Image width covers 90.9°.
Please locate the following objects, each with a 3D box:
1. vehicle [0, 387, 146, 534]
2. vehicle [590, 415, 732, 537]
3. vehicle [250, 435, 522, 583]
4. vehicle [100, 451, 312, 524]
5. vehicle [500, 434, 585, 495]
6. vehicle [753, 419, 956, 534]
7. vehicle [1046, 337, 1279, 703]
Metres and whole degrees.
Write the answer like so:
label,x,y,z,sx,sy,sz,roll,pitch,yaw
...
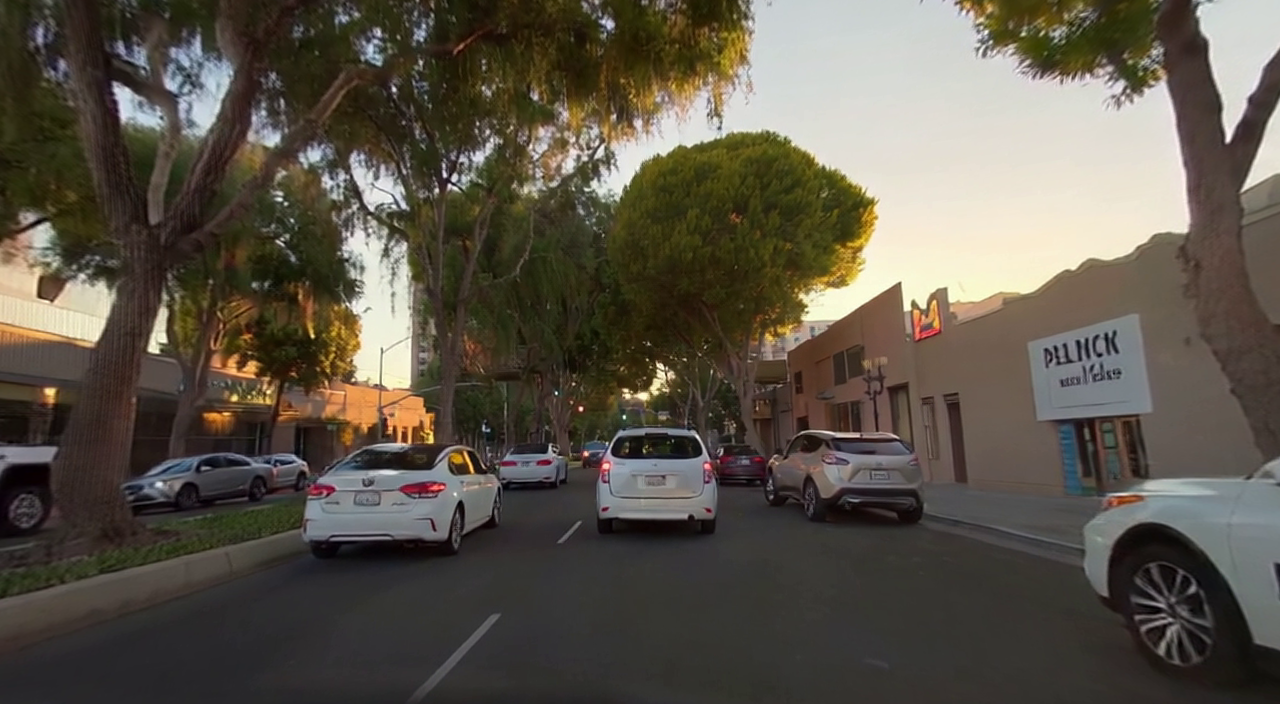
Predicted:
label,x,y,z,sx,sy,sz,roll,pitch,yaw
vehicle,-14.444,2.112,11.901,2.646,2.977,9.228,-1,-7,1
vehicle,0.297,2.114,11.292,2.075,1.770,4.018,0,-8,0
vehicle,-2.988,1.914,8.583,1.908,1.474,4.257,0,-8,0
vehicle,-10.671,3.321,16.088,2.041,1.500,4.684,-1,-8,1
vehicle,-3.125,3.729,21.280,2.135,1.806,4.514,0,-8,0
vehicle,4.061,2.481,13.339,2.038,1.865,5.786,0,-8,-2
vehicle,4.057,0.734,2.081,1.987,1.877,5.330,0,-8,2
